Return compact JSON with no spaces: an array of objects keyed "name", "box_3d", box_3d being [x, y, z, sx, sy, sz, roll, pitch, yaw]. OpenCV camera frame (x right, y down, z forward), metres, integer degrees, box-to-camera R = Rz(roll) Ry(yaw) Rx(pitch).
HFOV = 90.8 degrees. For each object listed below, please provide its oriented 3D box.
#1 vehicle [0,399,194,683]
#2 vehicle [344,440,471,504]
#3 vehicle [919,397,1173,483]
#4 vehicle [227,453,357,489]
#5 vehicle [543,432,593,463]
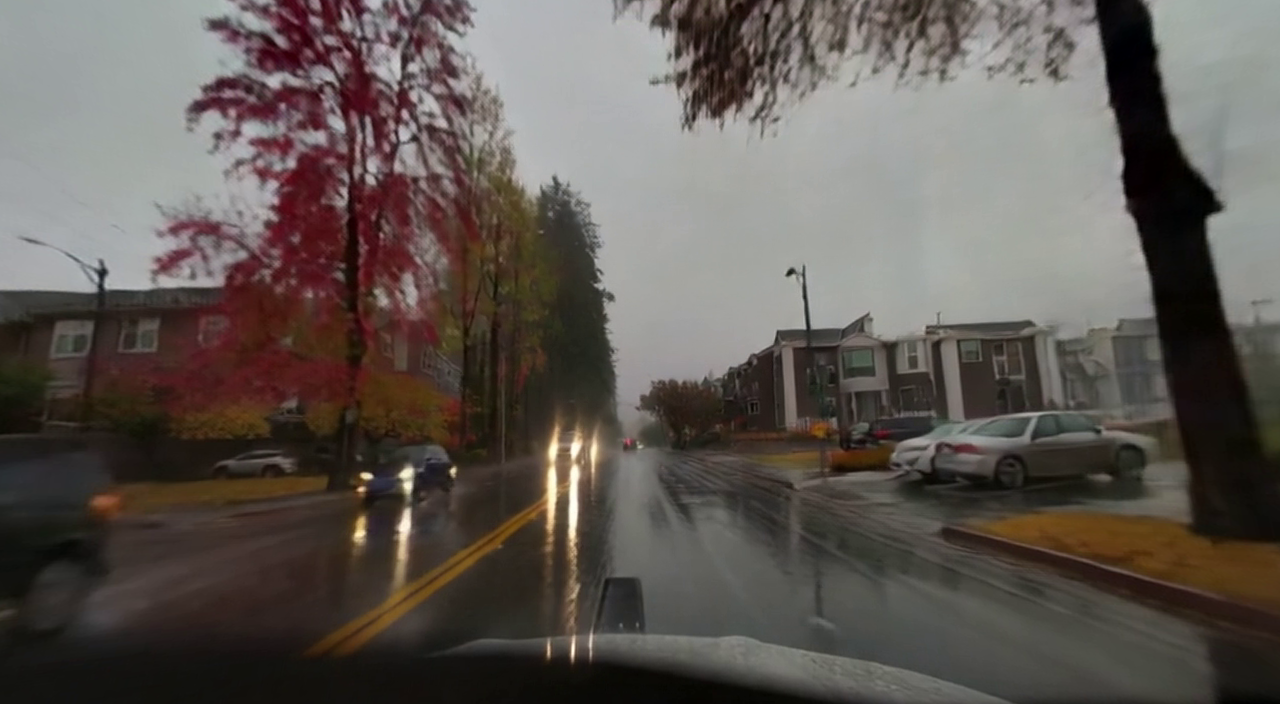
[{"name":"vehicle","box_3d":[-5.103,1.072,3.220,2.481,1.714,4.702,0,-9,-5]},{"name":"vehicle","box_3d":[-6.212,3.214,17.488,1.968,1.483,4.279,0,-8,-2]},{"name":"vehicle","box_3d":[9.264,2.083,14.810,4.385,1.612,2.070,-4,-9,5]},{"name":"vehicle","box_3d":[-15.141,5.193,27.641,4.649,1.423,1.850,-2,-8,5]},{"name":"vehicle","box_3d":[-4.114,5.582,36.949,2.356,1.702,4.700,-1,-8,0]}]
